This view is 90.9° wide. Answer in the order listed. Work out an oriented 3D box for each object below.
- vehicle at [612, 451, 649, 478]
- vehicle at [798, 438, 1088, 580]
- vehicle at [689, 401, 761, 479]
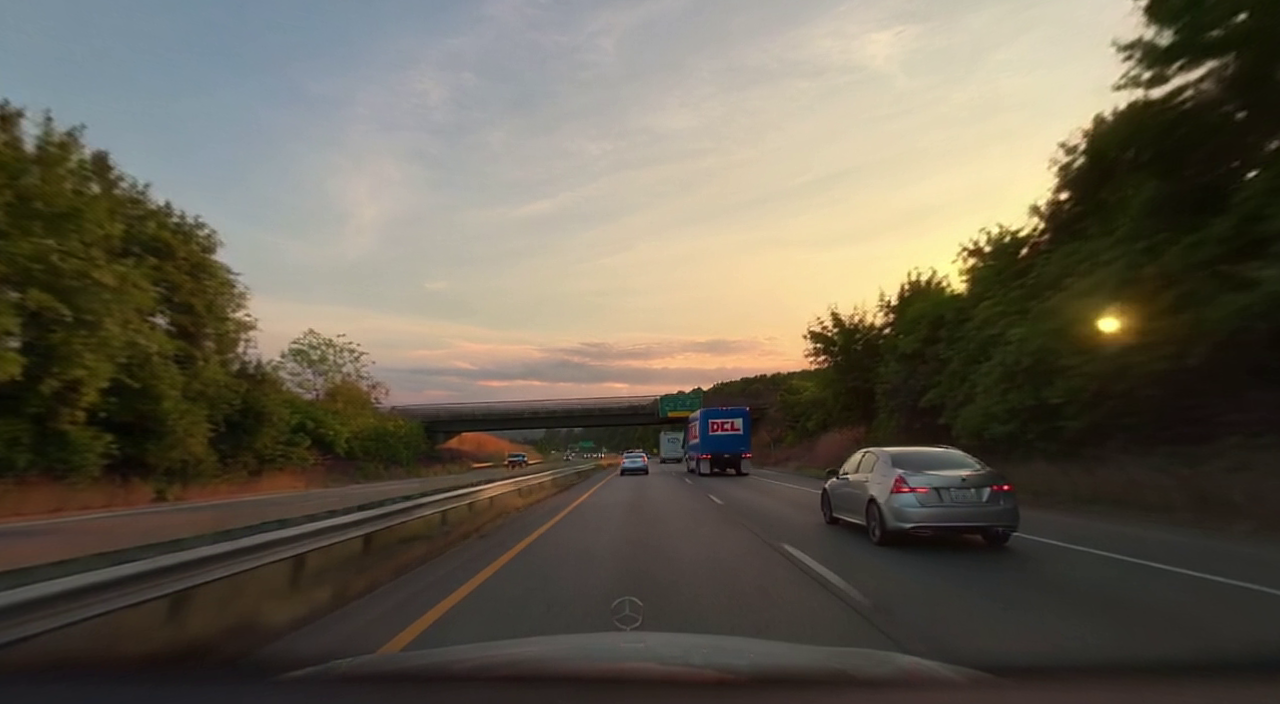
[{"bbox_3d":[-0.530,6.519,36.606,2.055,1.445,3.661,0,-9,0],"label":"vehicle"},{"bbox_3d":[3.715,1.977,8.756,1.894,1.452,4.164,0,-9,-1],"label":"vehicle"},{"bbox_3d":[4.669,5.151,36.535,2.838,3.985,8.010,0,-9,-1],"label":"vehicle"}]
